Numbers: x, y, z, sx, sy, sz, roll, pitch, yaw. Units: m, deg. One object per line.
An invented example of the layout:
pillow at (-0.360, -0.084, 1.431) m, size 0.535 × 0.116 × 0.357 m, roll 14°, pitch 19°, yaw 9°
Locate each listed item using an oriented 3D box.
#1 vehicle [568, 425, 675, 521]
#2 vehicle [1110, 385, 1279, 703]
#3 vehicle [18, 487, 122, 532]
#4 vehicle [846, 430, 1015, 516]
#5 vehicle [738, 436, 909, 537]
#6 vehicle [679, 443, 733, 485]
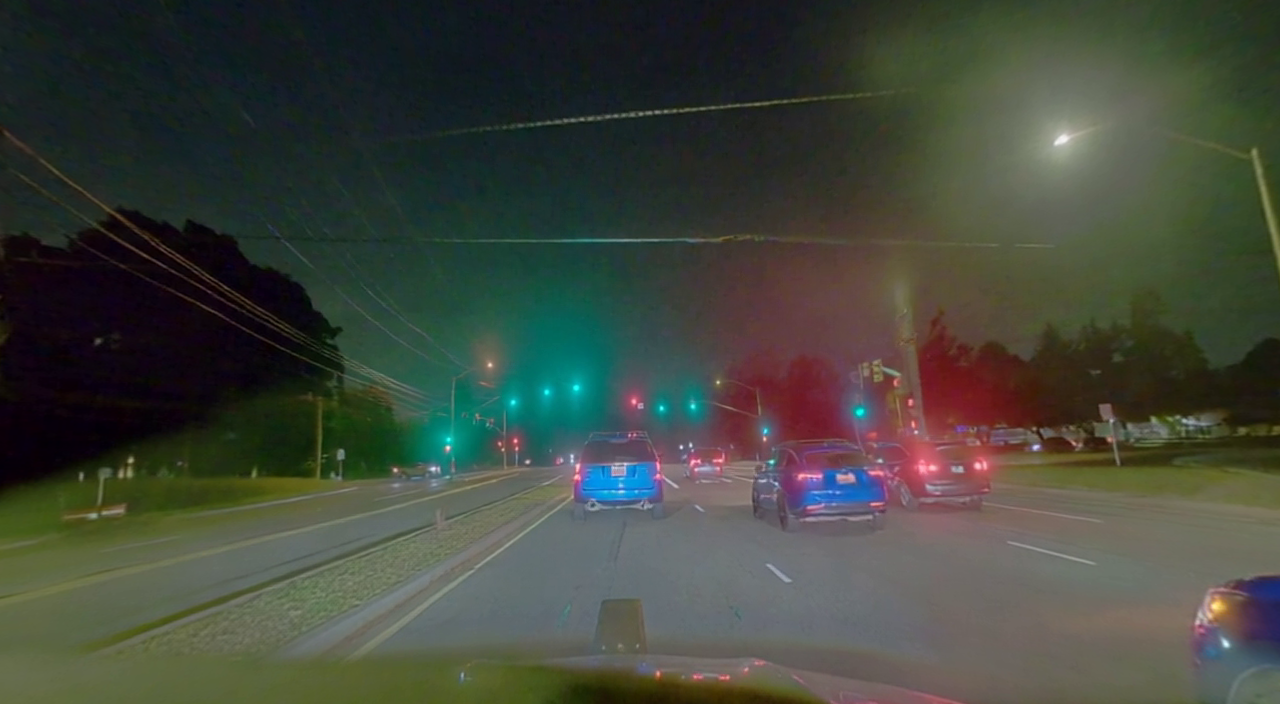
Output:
vehicle at (-0.453, 2.866, 15.445) m, size 2.231 × 1.998 × 4.254 m, roll 0°, pitch -9°, yaw -2°
vehicle at (3.260, 0.663, 0.837) m, size 1.889 × 1.517 × 4.308 m, roll 0°, pitch -9°, yaw -1°
vehicle at (-26.810, 7.405, 29.714) m, size 4.526 × 1.715 × 1.989 m, roll -10°, pitch -13°, yaw 26°
vehicle at (6.746, 2.849, 15.329) m, size 1.929 × 1.753 × 4.396 m, roll 0°, pitch -9°, yaw -1°
vehicle at (3.274, 2.478, 12.332) m, size 1.880 × 1.579 × 4.401 m, roll 0°, pitch -9°, yaw -2°
vehicle at (2.904, 5.032, 28.642) m, size 1.915 × 1.765 × 4.047 m, roll 0°, pitch -9°, yaw -2°
